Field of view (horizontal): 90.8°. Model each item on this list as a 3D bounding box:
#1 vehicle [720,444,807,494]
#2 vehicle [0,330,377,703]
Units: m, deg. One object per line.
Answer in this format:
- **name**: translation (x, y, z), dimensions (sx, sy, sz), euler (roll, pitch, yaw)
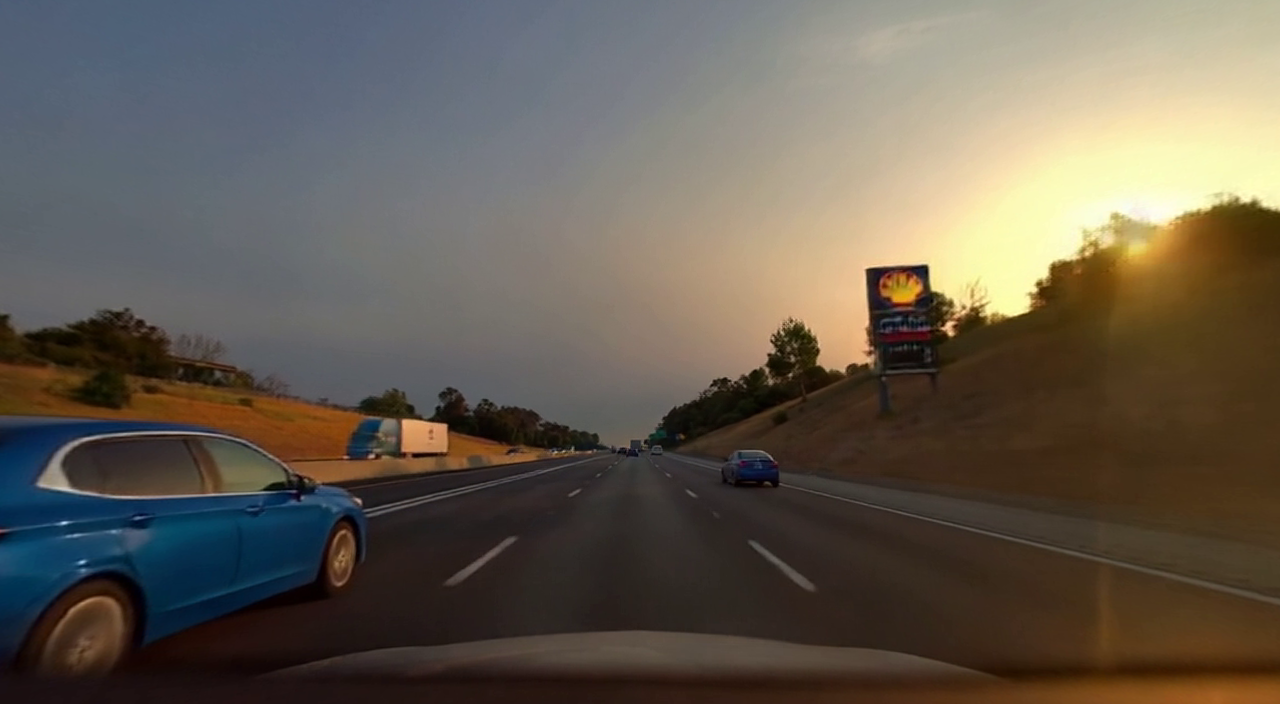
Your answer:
- **vehicle**: translation (3.934, 3.783, 20.779), dimensions (1.967, 1.472, 3.751), euler (0, -9, -2)
- **vehicle**: translation (-3.170, 0.882, 2.584), dimensions (2.277, 1.695, 4.475), euler (0, -9, -1)
